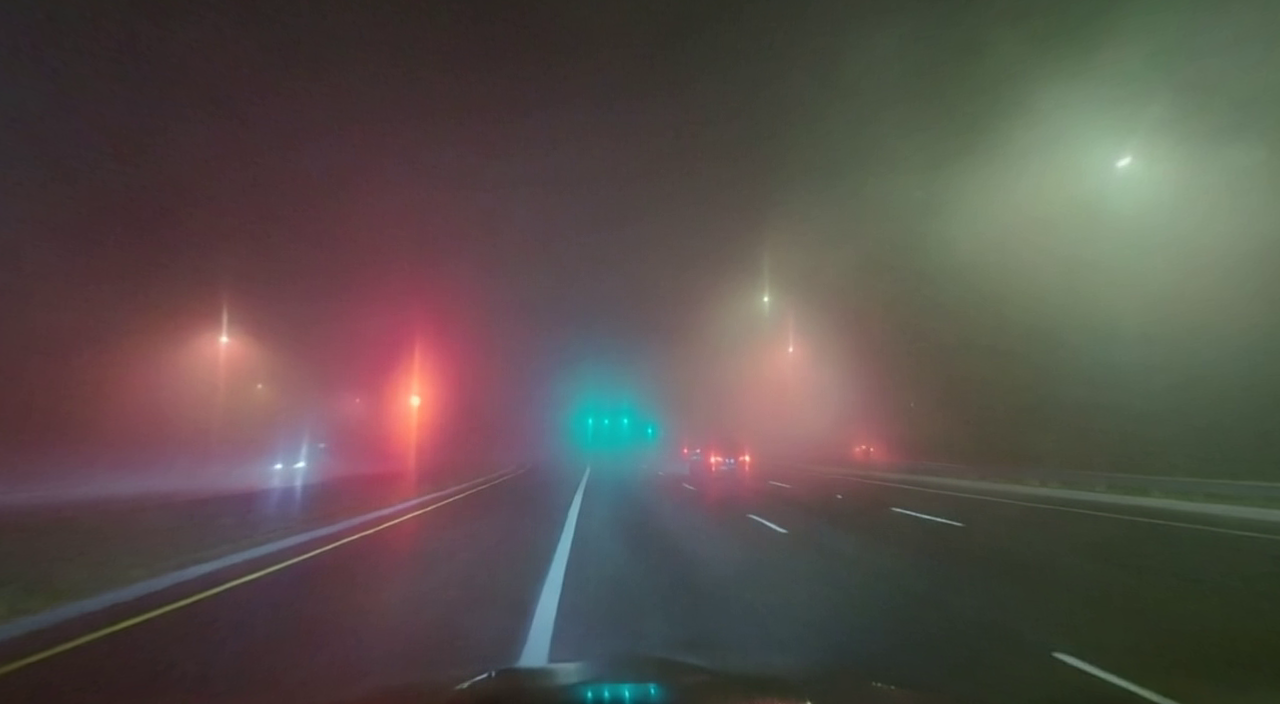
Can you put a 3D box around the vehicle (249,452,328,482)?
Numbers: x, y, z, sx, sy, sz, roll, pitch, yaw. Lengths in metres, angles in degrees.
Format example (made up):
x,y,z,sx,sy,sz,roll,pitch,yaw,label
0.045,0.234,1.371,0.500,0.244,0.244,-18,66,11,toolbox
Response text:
x,y,z,sx,sy,sz,roll,pitch,yaw,label
-19.880,6.480,35.856,2.059,1.509,4.608,0,-9,-4,vehicle

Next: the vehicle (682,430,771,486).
x,y,z,sx,sy,sz,roll,pitch,yaw,label
2.813,3.610,21.706,2.066,1.683,4.675,1,-9,-5,vehicle
